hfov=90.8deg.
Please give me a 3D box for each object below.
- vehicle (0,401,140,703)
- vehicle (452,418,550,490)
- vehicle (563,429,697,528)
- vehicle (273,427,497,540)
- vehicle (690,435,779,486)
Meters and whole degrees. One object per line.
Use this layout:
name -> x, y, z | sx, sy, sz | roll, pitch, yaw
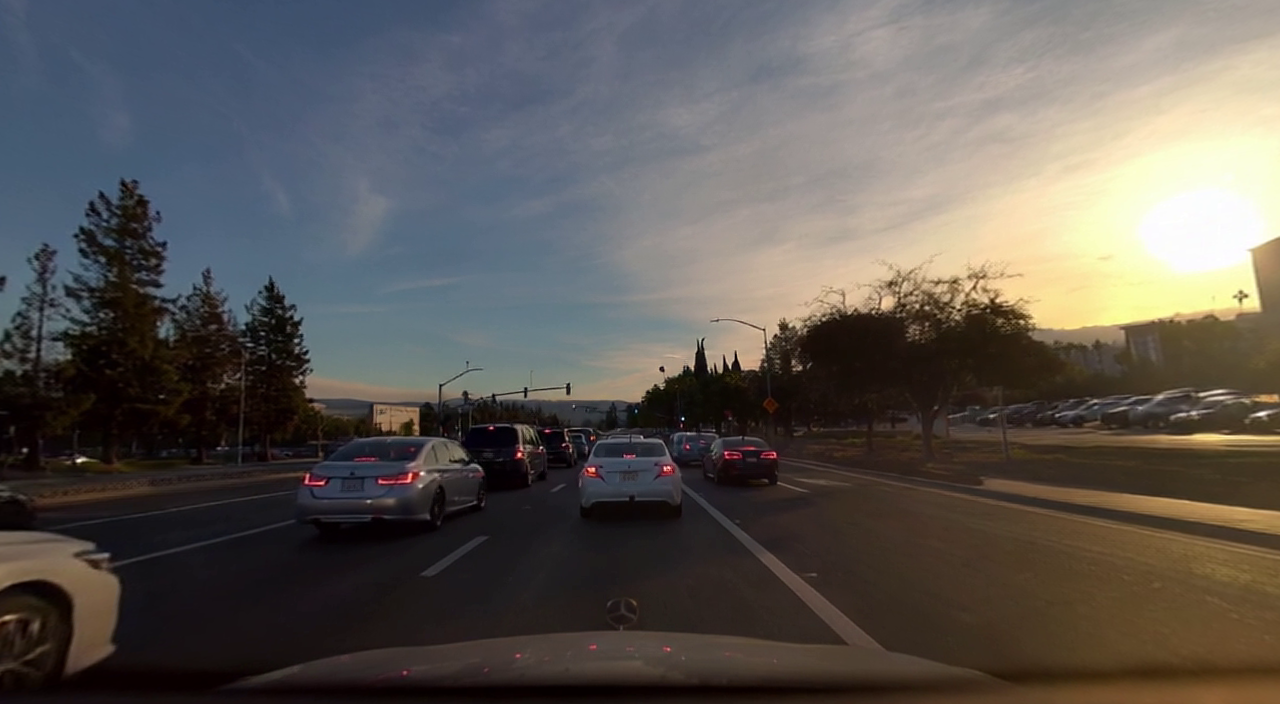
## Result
vehicle -> -3.717, 0.734, 1.161 | 2.052, 1.475, 4.341 | 0, -8, 0
vehicle -> -4.013, 3.029, 19.057 | 2.054, 1.881, 4.469 | 0, -8, -2
vehicle -> -0.203, 2.196, 11.566 | 2.007, 1.467, 4.059 | 0, -8, -2
vehicle -> -3.863, 2.057, 10.529 | 1.985, 1.467, 4.224 | 0, -8, 0
vehicle -> 2.857, 3.395, 20.133 | 1.978, 1.452, 4.381 | 0, -8, -2
